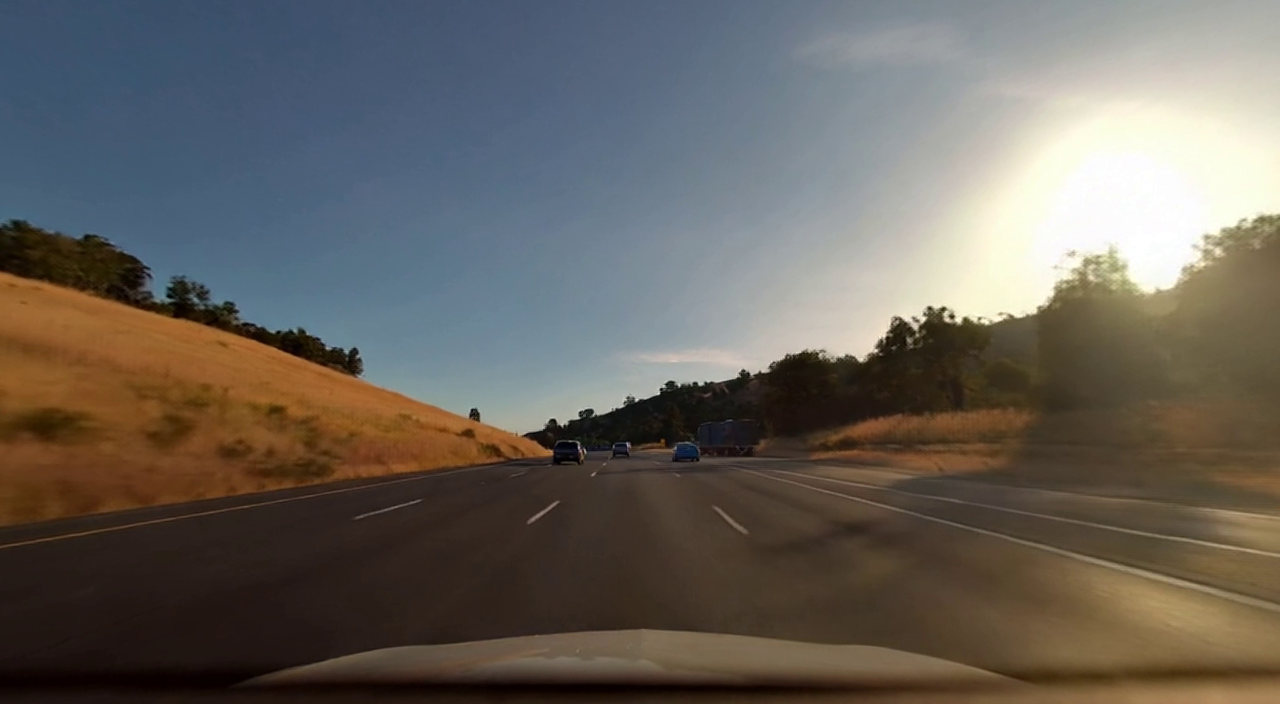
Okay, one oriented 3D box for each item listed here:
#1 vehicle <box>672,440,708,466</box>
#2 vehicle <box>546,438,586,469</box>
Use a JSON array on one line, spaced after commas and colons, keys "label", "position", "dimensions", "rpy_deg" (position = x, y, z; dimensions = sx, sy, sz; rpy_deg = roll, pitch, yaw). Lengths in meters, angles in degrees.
[{"label": "vehicle", "position": [3.363, 6.879, 43.103], "dimensions": [1.995, 1.712, 4.206], "rpy_deg": [0, -8, -2]}, {"label": "vehicle", "position": [-4.750, 6.557, 41.026], "dimensions": [2.120, 1.855, 4.619], "rpy_deg": [0, -8, -1]}]
